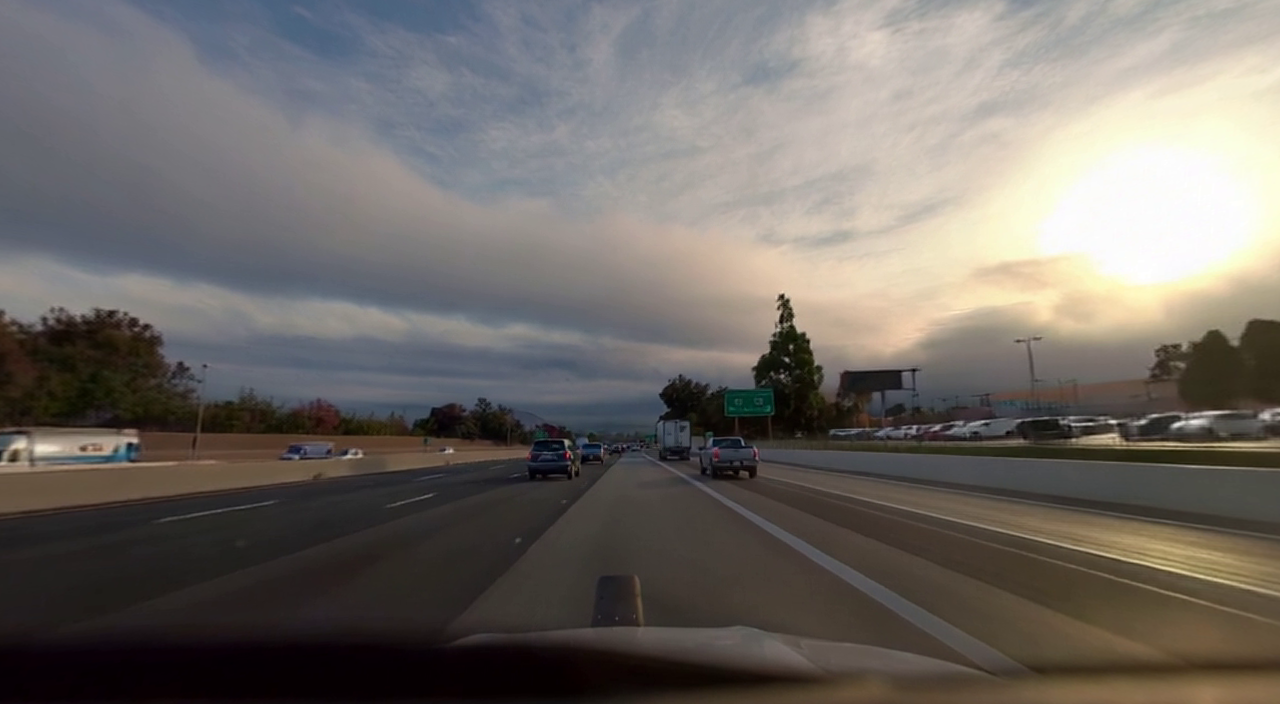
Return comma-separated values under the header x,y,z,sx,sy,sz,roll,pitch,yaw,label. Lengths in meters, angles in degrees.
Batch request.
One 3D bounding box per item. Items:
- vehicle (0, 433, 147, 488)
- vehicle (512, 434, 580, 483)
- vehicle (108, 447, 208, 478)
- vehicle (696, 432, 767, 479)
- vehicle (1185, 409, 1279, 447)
x,y,z,sx,sy,sz,roll,pitch,yaw,label
-18.571,3.452,20.421,1.854,1.562,4.280,0,-8,-1,vehicle
-3.613,4.204,25.171,1.987,1.765,4.508,0,-8,0,vehicle
-25.308,5.781,33.408,1.793,1.503,4.509,0,-8,-1,vehicle
3.766,4.356,26.817,2.198,1.807,4.530,0,-8,-2,vehicle
30.142,3.751,31.080,4.515,1.764,2.275,0,-8,-2,vehicle
